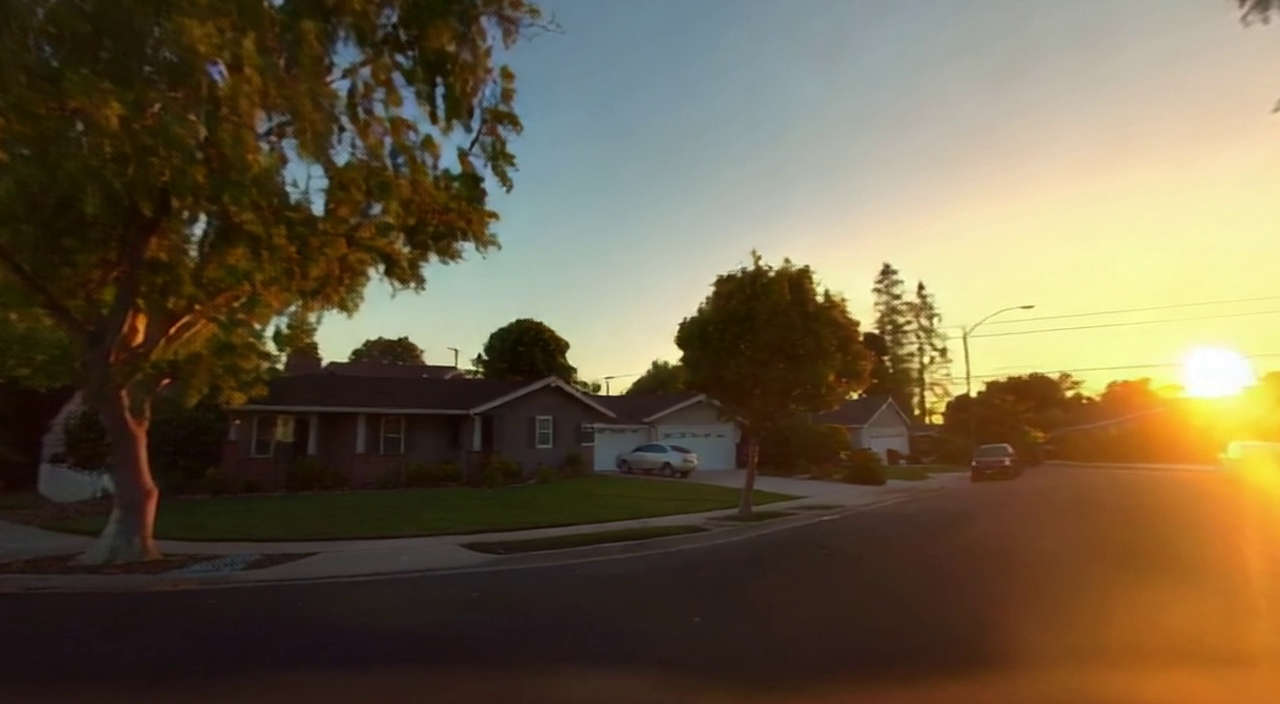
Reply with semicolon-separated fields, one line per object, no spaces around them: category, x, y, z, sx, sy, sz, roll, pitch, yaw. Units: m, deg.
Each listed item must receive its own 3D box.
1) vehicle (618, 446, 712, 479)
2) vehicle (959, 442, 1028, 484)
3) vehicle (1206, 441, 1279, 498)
vehicle;1.196;5.452;31.498;4.404;1.495;1.844;-7;-11;37
vehicle;18.177;5.651;32.362;2.208;1.834;4.675;-12;-14;35
vehicle;19.132;3.558;19.444;2.005;1.553;3.984;-3;-8;35
